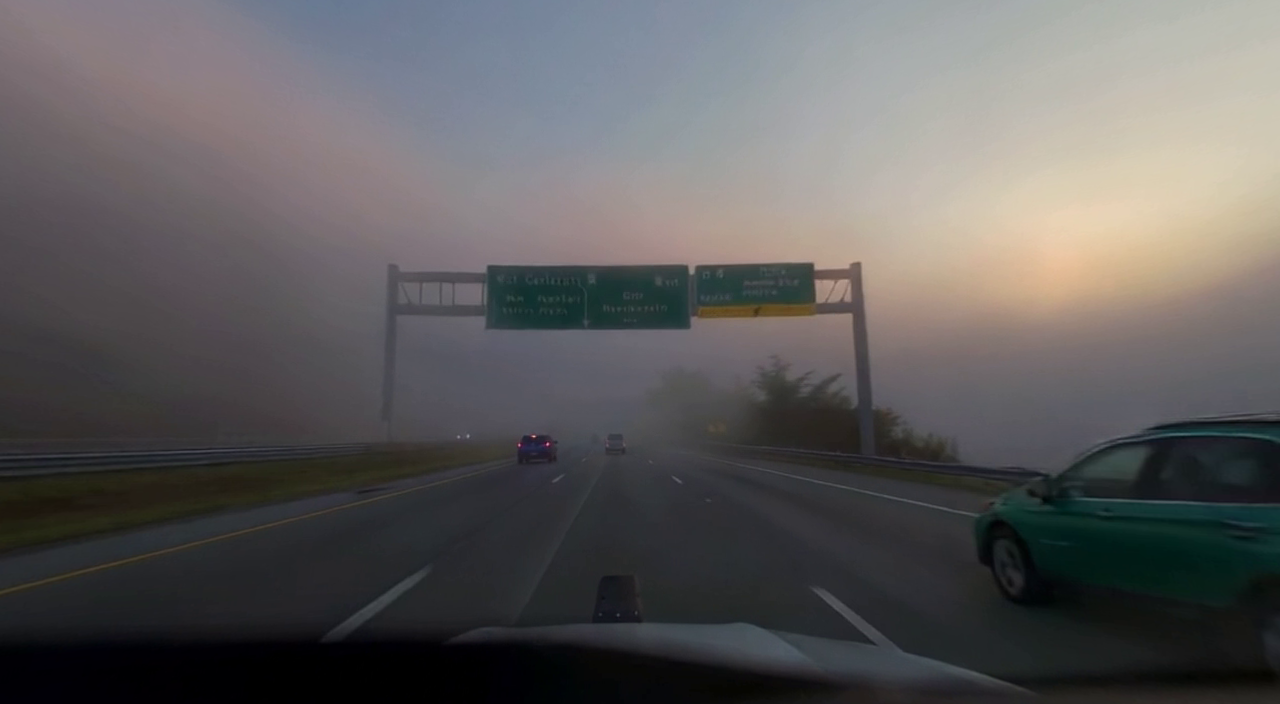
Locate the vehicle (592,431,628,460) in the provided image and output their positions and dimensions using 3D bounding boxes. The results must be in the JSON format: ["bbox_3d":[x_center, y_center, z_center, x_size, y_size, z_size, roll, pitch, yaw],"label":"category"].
[{"bbox_3d":[-1.820,5.850,39.616,2.159,1.690,3.720,0,-8,-1],"label":"vehicle"}]

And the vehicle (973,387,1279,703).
[{"bbox_3d":[3.789,0.941,2.708,2.033,1.576,4.691,0,-8,-2],"label":"vehicle"}]

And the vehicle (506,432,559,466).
[{"bbox_3d":[-5.368,4.892,31.938,2.100,1.590,4.077,0,-8,-2],"label":"vehicle"}]
